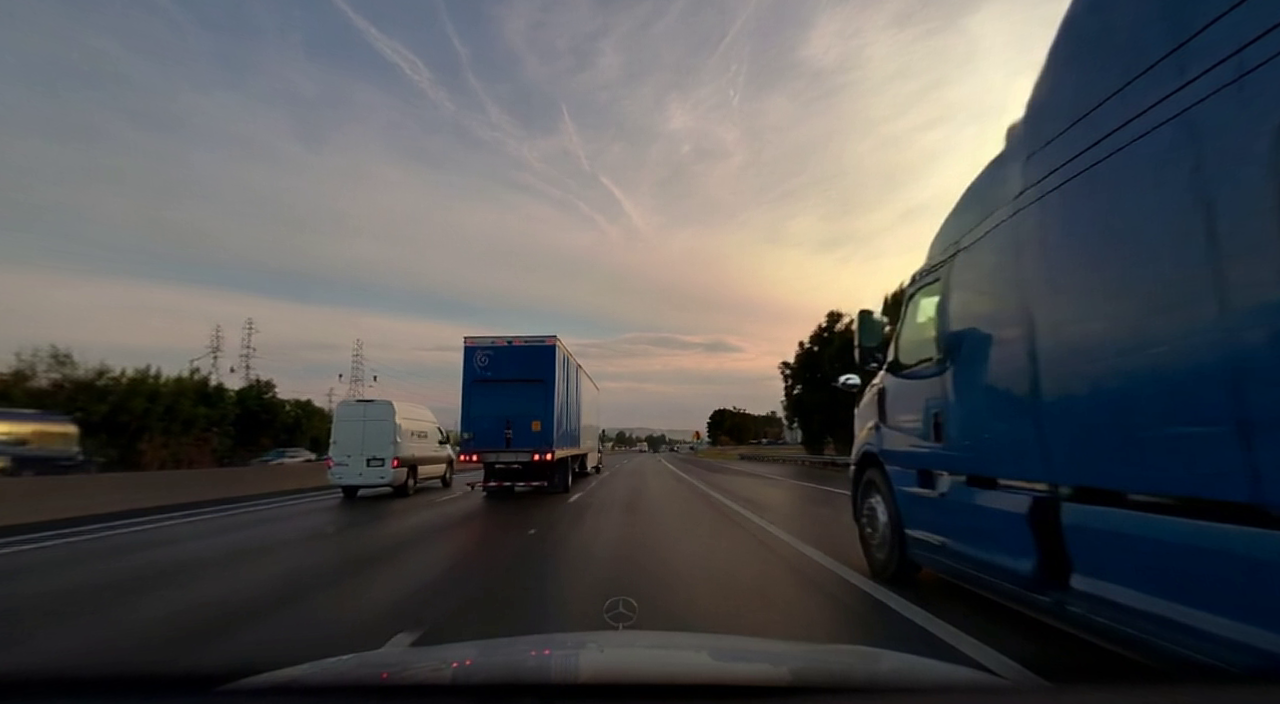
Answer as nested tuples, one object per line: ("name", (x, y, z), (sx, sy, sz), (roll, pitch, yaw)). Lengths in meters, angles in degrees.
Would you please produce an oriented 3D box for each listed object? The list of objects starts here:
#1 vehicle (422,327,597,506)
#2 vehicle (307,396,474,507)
("vehicle", (-3.547, 2.721, 22.729), (2.939, 4.132, 16.303), (0, -9, 0))
("vehicle", (-6.833, 2.846, 18.342), (2.385, 2.672, 6.049), (0, -8, 0))
